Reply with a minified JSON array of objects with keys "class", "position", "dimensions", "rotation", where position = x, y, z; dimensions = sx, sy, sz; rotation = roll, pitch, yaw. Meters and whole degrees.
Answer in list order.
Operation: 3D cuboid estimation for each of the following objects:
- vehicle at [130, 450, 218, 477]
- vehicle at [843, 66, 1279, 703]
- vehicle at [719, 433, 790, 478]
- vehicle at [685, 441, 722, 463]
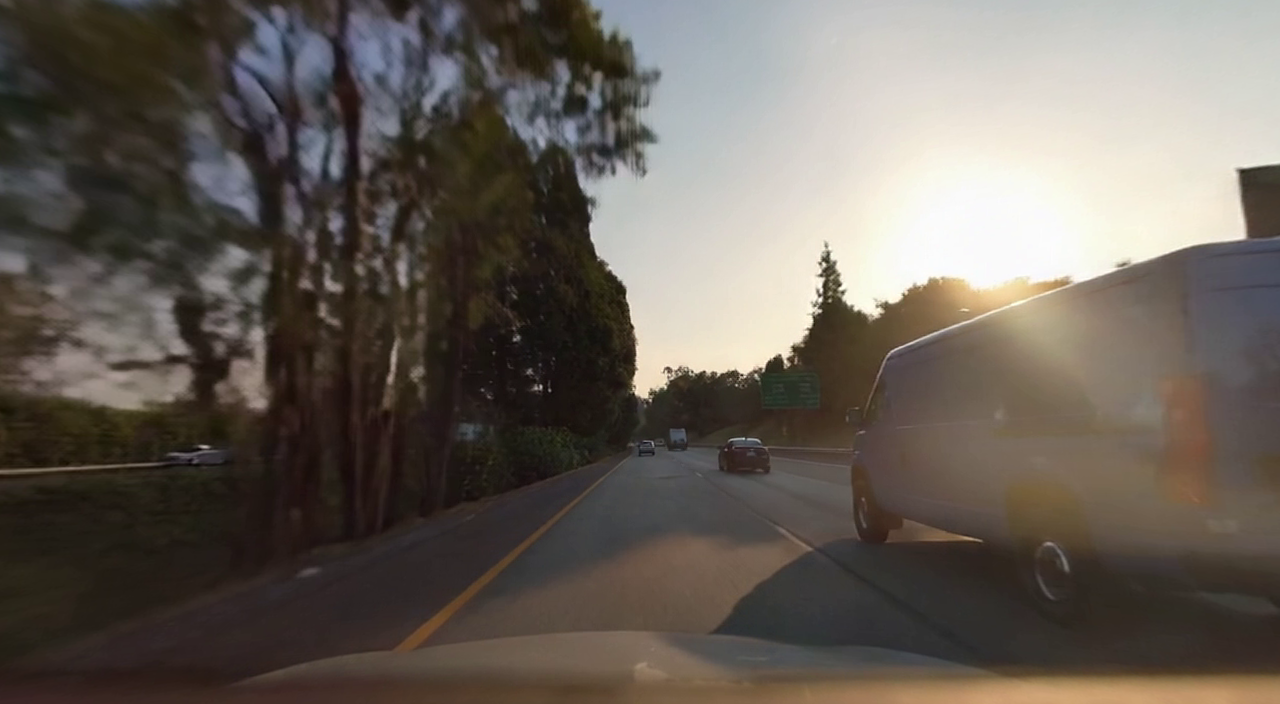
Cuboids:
[{"class":"vehicle","position":[-27.654,6.604,37.639],"dimensions":[1.949,1.459,4.287],"rotation":[0,-8,0]},{"class":"vehicle","position":[3.634,0.598,4.745],"dimensions":[2.302,2.670,5.912],"rotation":[0,-8,1]},{"class":"vehicle","position":[4.508,4.140,25.528],"dimensions":[2.034,1.651,4.342],"rotation":[0,-8,0]},{"class":"vehicle","position":[4.406,6.977,44.318],"dimensions":[2.050,1.448,4.123],"rotation":[0,-8,-1]}]
